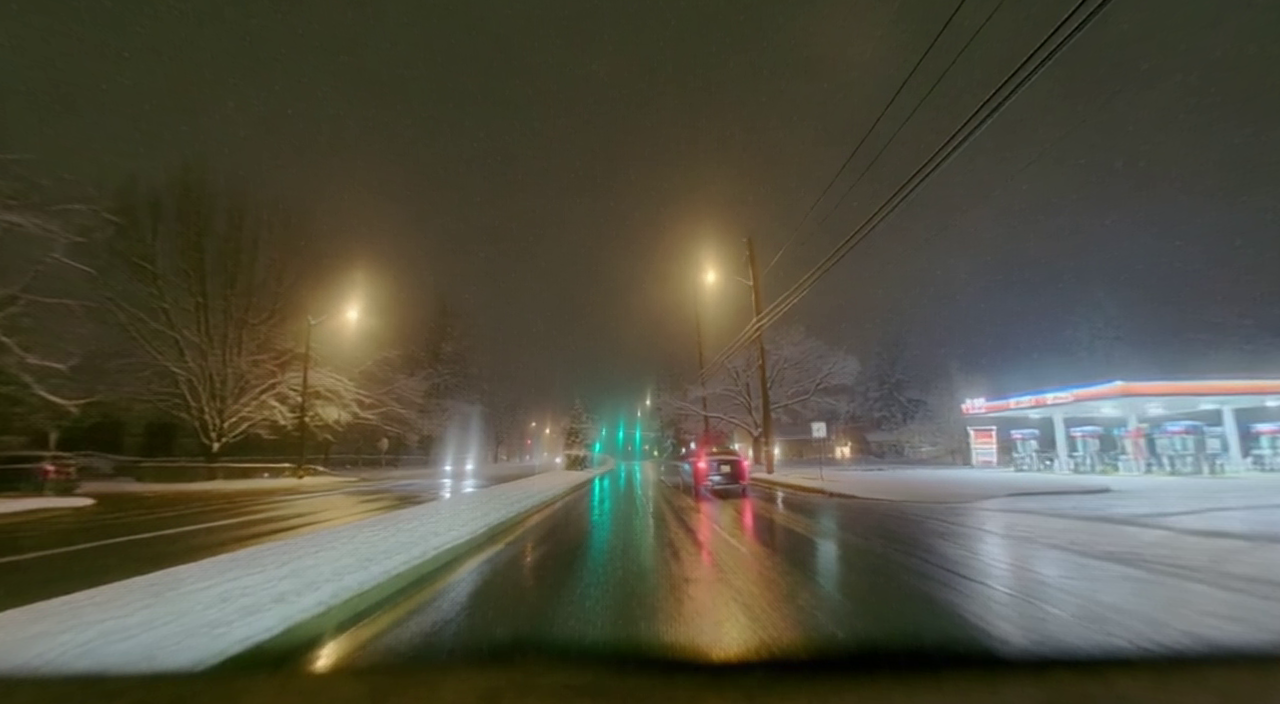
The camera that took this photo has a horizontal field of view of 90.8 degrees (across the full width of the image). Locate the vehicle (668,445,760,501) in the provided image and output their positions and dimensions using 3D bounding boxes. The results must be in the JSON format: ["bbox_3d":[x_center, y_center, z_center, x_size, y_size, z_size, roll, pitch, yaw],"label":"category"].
[{"bbox_3d":[2.097,3.618,19.292,2.061,1.475,4.296,0,-9,-3],"label":"vehicle"}]

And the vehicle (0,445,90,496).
[{"bbox_3d":[-24.496,4.520,24.276,2.082,1.829,5.094,0,-9,-1],"label":"vehicle"}]

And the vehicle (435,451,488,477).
[{"bbox_3d":[-11.014,6.945,39.265,1.893,1.480,4.482,-1,-9,1],"label":"vehicle"}]

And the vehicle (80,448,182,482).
[{"bbox_3d":[-29.869,6.624,37.310,2.116,1.874,4.709,0,-9,-1],"label":"vehicle"}]
